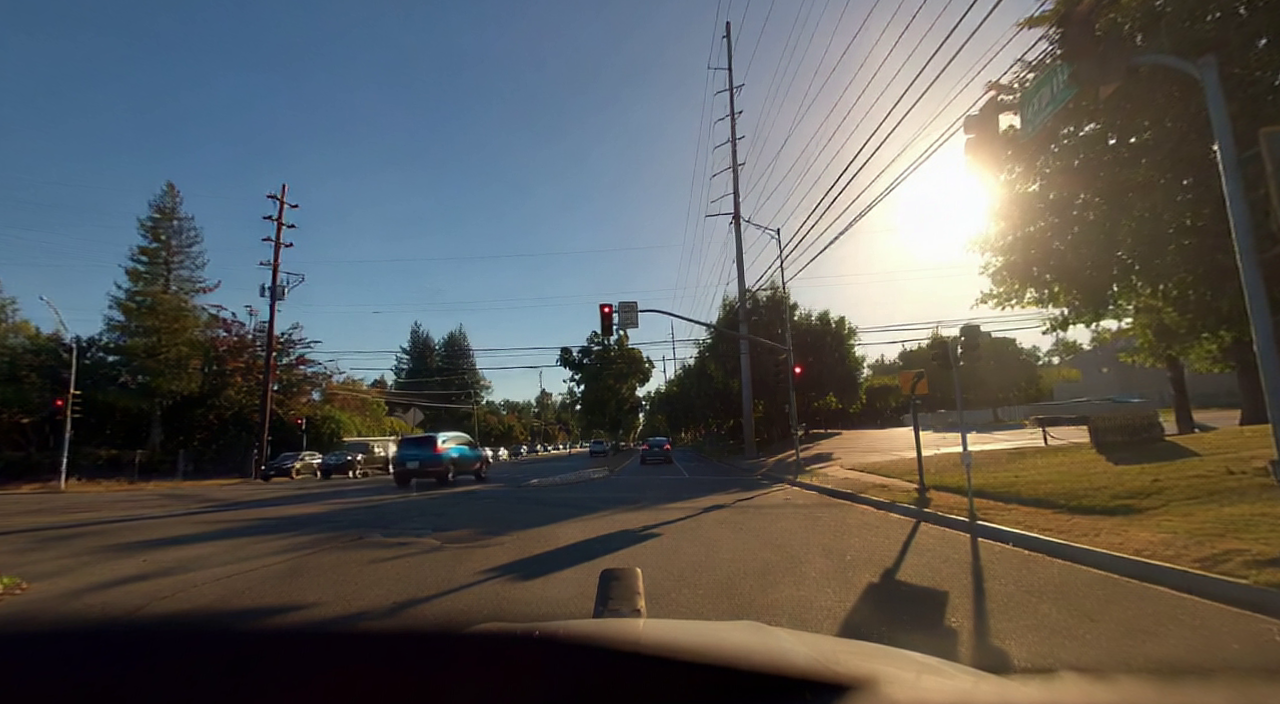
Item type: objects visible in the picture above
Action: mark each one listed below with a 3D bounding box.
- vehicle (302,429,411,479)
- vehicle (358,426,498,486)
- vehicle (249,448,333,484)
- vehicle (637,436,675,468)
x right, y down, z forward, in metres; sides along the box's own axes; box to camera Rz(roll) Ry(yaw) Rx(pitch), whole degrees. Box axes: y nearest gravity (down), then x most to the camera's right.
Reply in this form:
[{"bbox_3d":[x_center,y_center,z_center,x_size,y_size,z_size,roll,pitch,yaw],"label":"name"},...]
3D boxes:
[{"bbox_3d":[-13.113,4.765,29.630,2.350,2.104,5.828,0,-8,1],"label":"vehicle"},{"bbox_3d":[-7.717,3.836,23.407,2.175,1.957,4.686,-5,-10,26],"label":"vehicle"},{"bbox_3d":[-17.092,5.588,31.009,1.942,1.477,3.957,-4,-9,0],"label":"vehicle"},{"bbox_3d":[0.928,5.731,36.036,2.010,1.681,4.682,-1,-8,2],"label":"vehicle"}]
